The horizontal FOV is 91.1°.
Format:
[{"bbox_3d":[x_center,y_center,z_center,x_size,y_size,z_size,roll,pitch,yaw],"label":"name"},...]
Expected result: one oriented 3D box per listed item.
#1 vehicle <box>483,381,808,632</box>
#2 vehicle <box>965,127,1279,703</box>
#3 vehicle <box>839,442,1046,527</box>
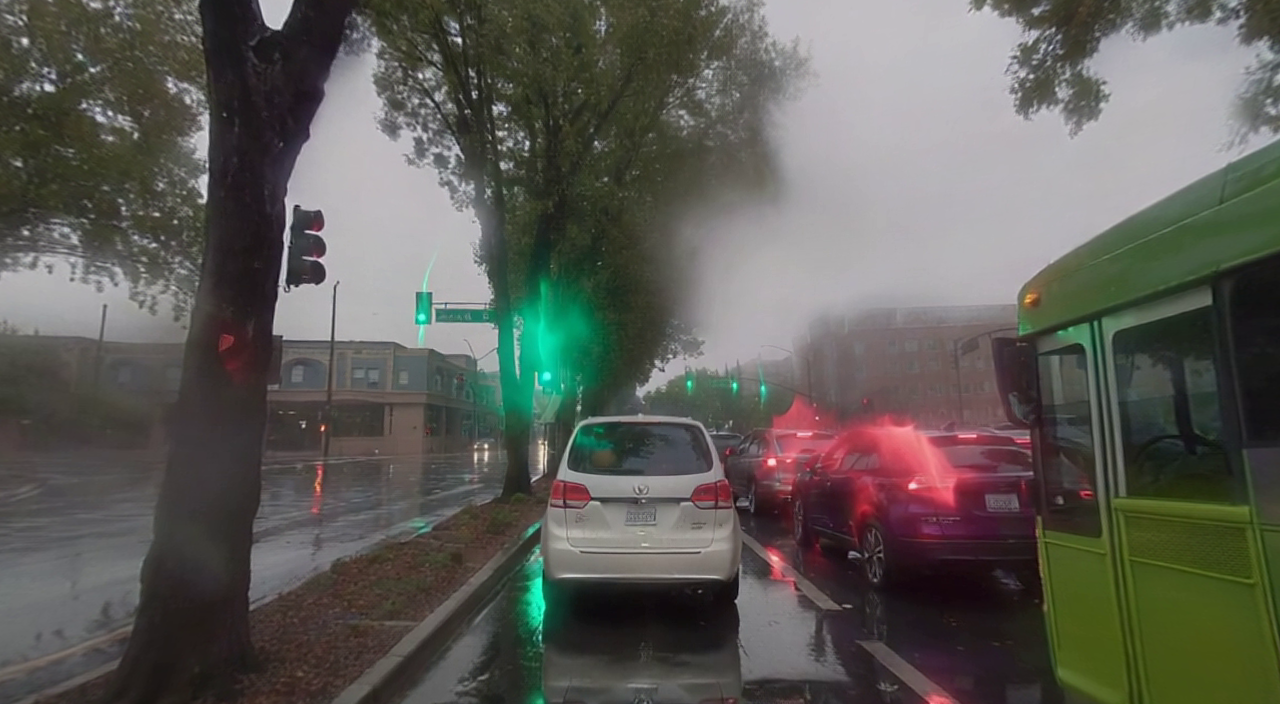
[{"bbox_3d":[0.012,1.474,7.007,2.381,1.842,4.603,0,-8,-1],"label":"vehicle"},{"bbox_3d":[2.613,0.316,0.427,2.037,2.065,5.037,0,-8,0],"label":"vehicle"},{"bbox_3d":[5.978,2.637,13.226,1.987,1.457,4.675,0,-8,-1],"label":"vehicle"}]
